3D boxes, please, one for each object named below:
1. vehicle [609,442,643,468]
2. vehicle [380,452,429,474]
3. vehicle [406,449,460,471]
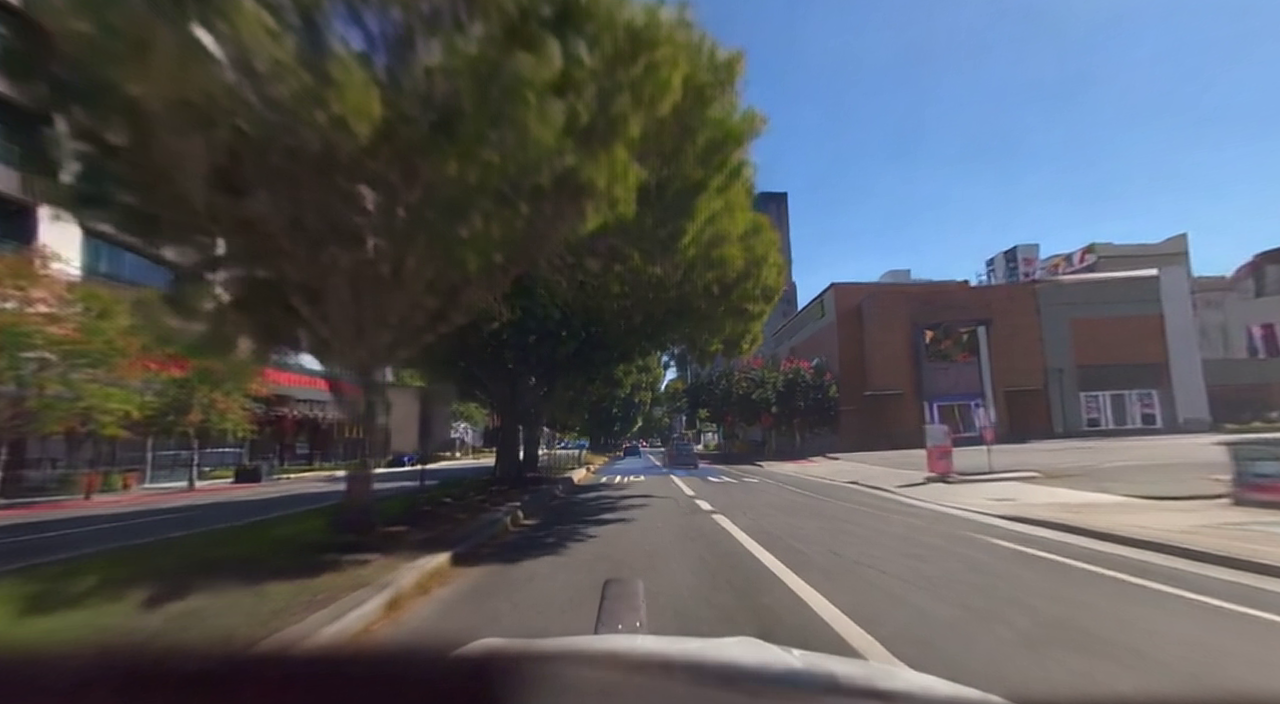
[{"bbox_3d":[-0.890,6.417,39.607,2.045,1.510,3.690,0,-9,-2],"label":"vehicle"},{"bbox_3d":[-16.233,7.643,43.744,1.792,1.413,4.452,0,-9,-2],"label":"vehicle"},{"bbox_3d":[-16.040,8.375,49.182,2.098,1.524,5.102,-1,-9,5],"label":"vehicle"}]
